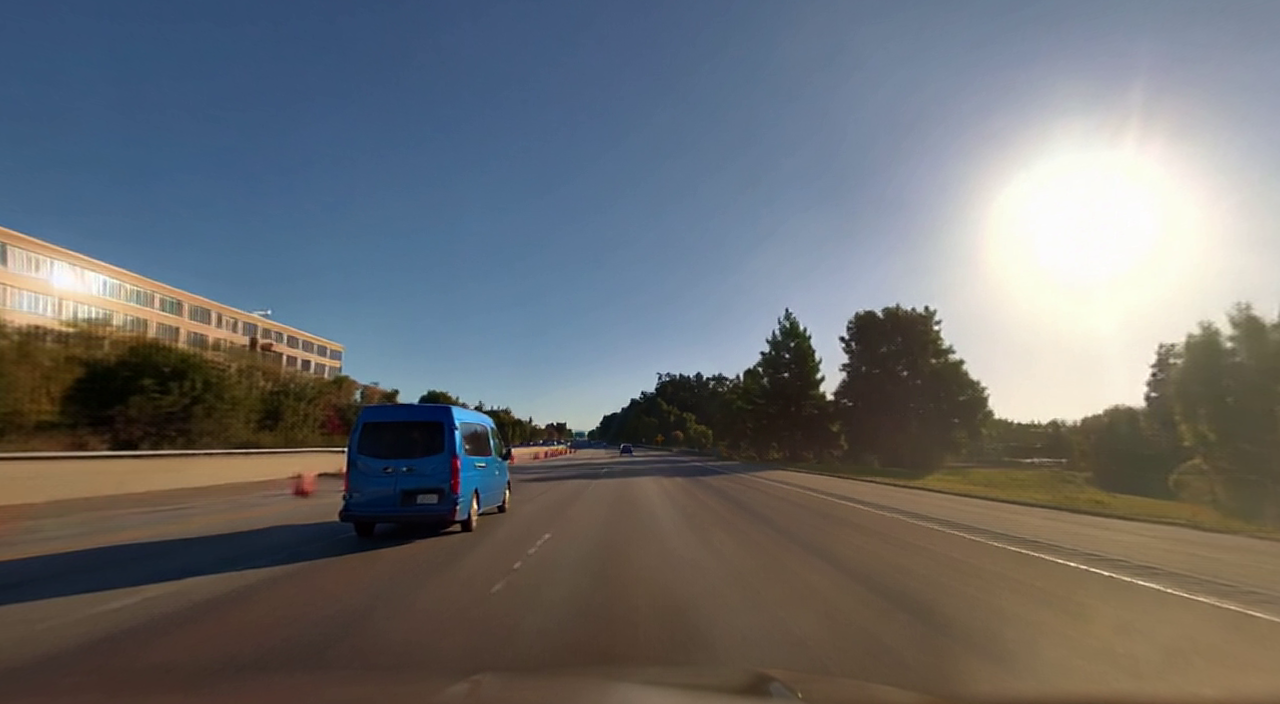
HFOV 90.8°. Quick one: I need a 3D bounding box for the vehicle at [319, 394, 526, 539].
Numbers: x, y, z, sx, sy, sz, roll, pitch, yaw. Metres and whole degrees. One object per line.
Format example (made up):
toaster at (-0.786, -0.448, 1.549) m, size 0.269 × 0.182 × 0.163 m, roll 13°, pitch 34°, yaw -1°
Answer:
vehicle at (-3.412, 1.915, 11.015) m, size 2.046 × 1.982 × 4.465 m, roll 0°, pitch -9°, yaw -1°
